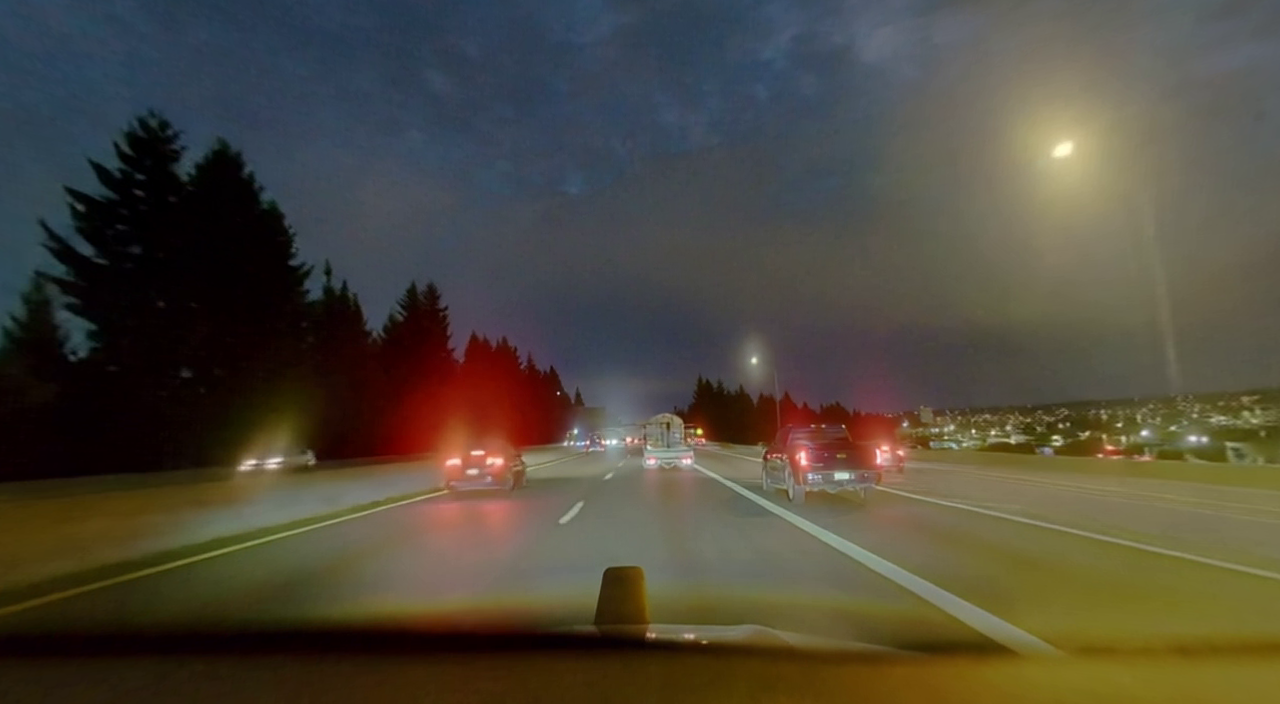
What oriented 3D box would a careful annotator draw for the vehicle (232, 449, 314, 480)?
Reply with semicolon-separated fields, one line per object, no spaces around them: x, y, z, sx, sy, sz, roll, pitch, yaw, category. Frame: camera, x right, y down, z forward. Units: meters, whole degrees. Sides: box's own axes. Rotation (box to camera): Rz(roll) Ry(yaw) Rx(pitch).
-19.640;6.006;33.917;1.867;1.479;4.361;0;-8;-1;vehicle

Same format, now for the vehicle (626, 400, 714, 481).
0.853;3.129;22.240;2.677;2.439;6.402;0;-8;-1;vehicle
